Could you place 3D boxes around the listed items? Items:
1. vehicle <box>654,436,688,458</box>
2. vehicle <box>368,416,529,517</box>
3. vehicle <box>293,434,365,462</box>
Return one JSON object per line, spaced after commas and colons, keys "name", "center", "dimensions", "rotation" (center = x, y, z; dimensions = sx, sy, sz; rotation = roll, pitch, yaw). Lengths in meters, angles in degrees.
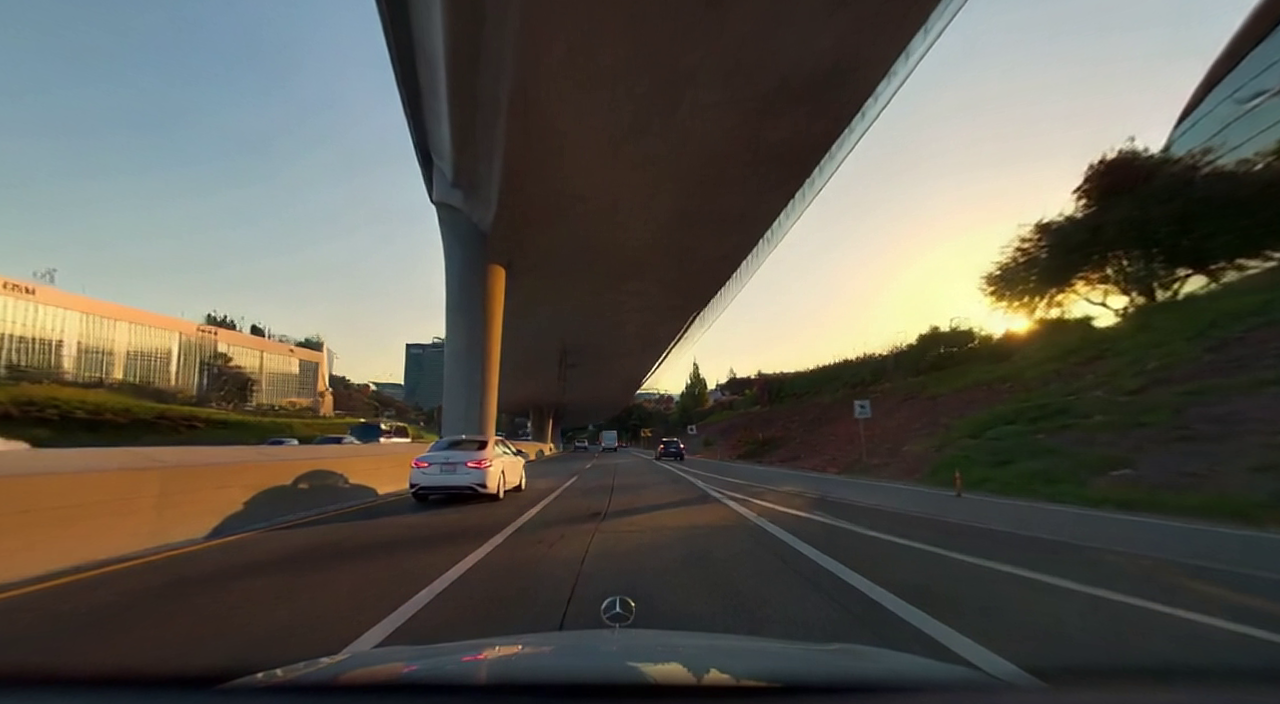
{"name": "vehicle", "center": [2.326, 7.388, 49.039], "dimensions": [2.078, 1.608, 3.982], "rotation": [1, -8, -6]}
{"name": "vehicle", "center": [-3.747, 2.314, 13.273], "dimensions": [2.080, 1.733, 4.410], "rotation": [0, -8, -1]}
{"name": "vehicle", "center": [-18.208, 5.645, 37.106], "dimensions": [2.048, 1.538, 4.632], "rotation": [0, -8, -2]}
